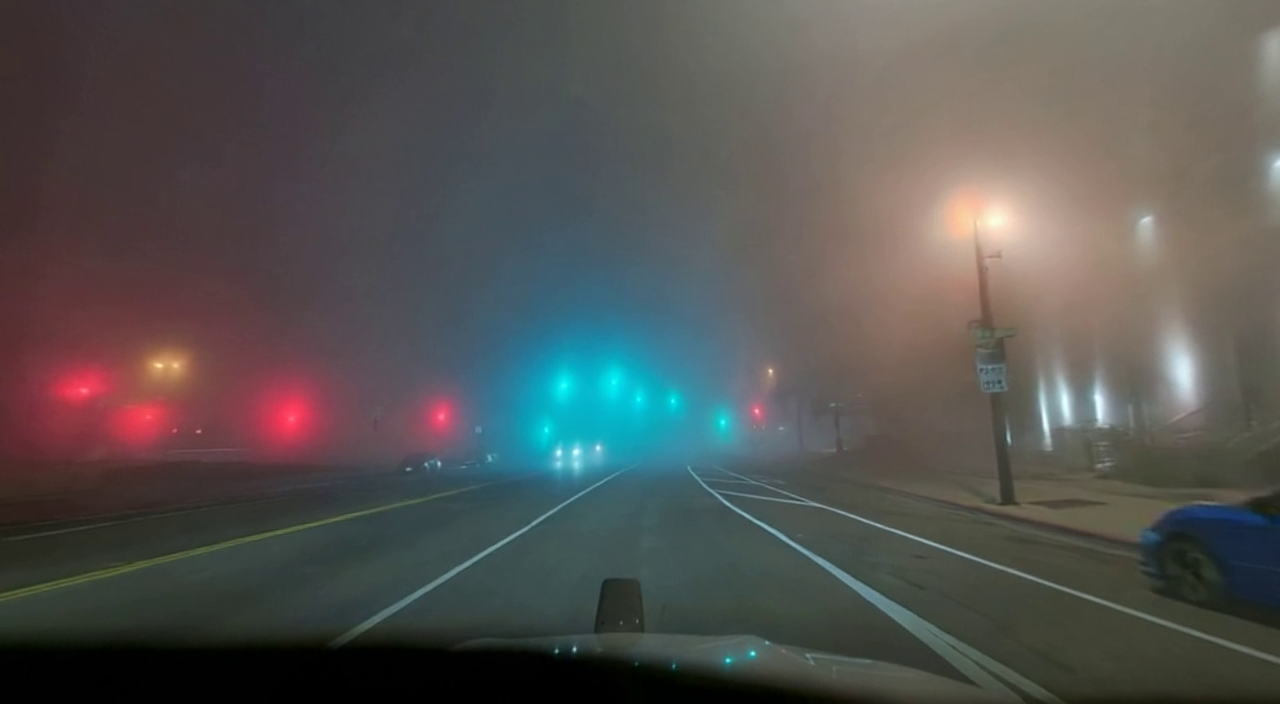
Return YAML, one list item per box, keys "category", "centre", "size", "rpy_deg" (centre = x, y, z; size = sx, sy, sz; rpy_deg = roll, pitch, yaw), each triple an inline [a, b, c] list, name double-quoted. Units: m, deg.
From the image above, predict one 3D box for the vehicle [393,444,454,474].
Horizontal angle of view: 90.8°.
- category: "vehicle"
  centre: [-11.610, 5.750, 34.186]
  size: [1.868, 1.520, 3.796]
  rpy_deg: [0, -8, 1]

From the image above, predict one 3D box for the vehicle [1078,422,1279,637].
- category: "vehicle"
  centre: [5.459, 1.125, 3.633]
  size: [2.010, 1.473, 5.353]
  rpy_deg: [0, -8, -1]

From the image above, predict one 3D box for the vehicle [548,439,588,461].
- category: "vehicle"
  centre: [-5.205, 7.128, 46.125]
  size: [2.129, 1.495, 4.699]
  rpy_deg: [0, -8, 3]

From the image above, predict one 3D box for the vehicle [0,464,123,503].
- category: "vehicle"
  centre: [-24.197, 5.415, 26.231]
  size: [3.721, 1.470, 1.967]
  rpy_deg: [0, -8, 3]

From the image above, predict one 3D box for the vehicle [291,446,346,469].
- category: "vehicle"
  centre: [-22.531, 7.378, 44.408]
  size: [1.788, 1.487, 3.880]
  rpy_deg: [0, -8, 0]

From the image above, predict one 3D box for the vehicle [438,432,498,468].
- category: "vehicle"
  centre: [-11.202, 6.457, 41.717]
  size: [2.268, 2.181, 5.482]
  rpy_deg: [0, -8, 2]
